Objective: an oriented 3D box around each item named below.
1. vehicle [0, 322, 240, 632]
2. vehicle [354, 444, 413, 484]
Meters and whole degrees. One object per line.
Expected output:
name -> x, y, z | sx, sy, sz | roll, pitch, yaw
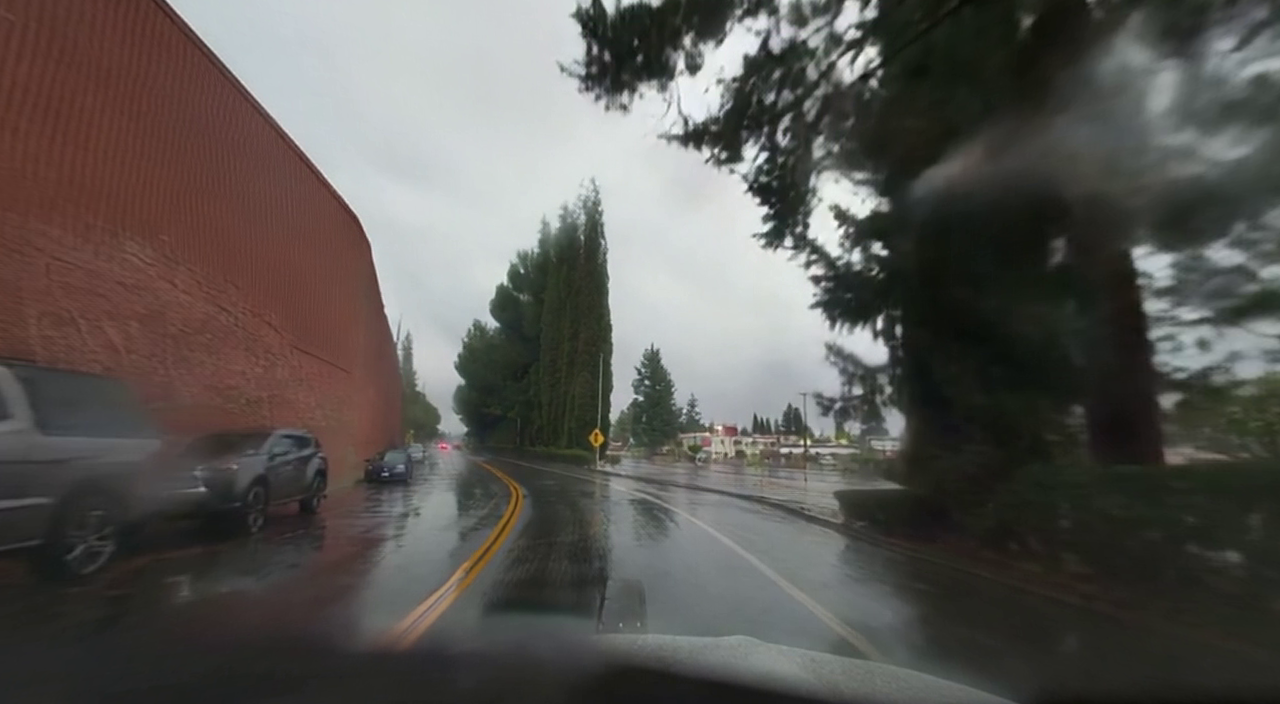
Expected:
vehicle -> -6.641, 0.876, 4.484 | 3.073, 2.458, 6.937 | 2, -8, -1
vehicle -> -10.861, 4.741, 27.033 | 1.877, 1.507, 4.363 | 4, -9, -16
